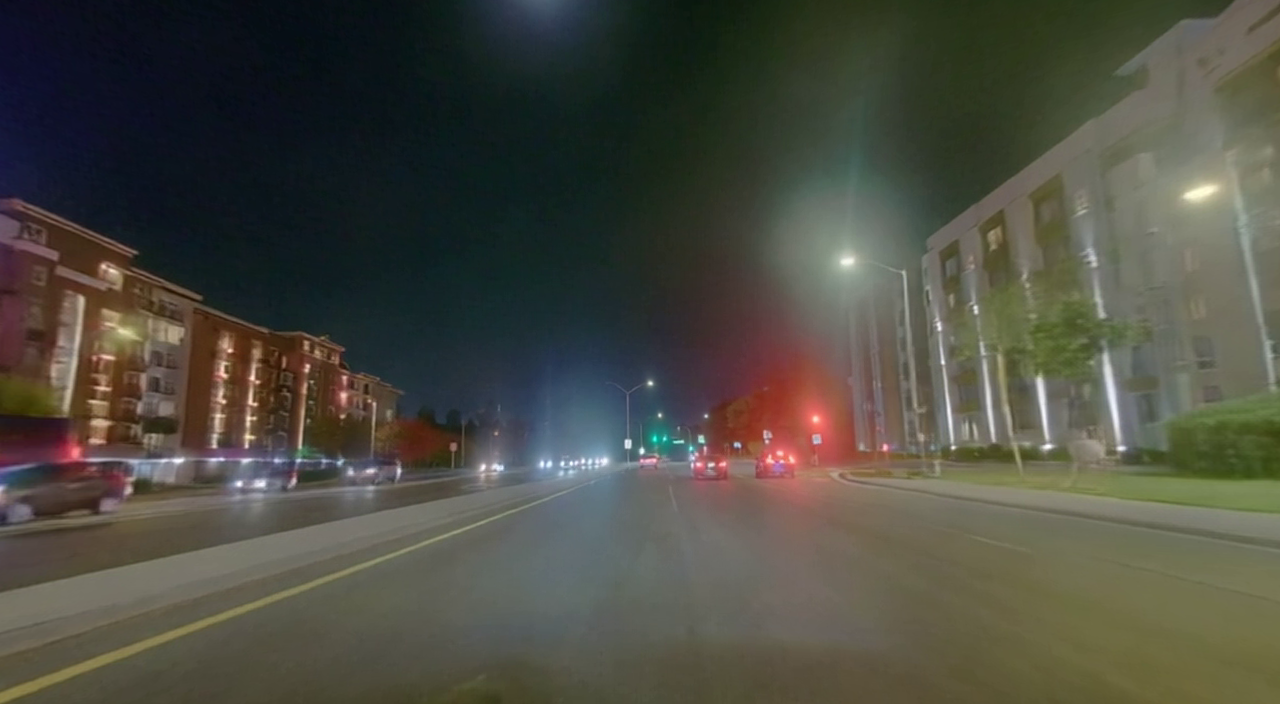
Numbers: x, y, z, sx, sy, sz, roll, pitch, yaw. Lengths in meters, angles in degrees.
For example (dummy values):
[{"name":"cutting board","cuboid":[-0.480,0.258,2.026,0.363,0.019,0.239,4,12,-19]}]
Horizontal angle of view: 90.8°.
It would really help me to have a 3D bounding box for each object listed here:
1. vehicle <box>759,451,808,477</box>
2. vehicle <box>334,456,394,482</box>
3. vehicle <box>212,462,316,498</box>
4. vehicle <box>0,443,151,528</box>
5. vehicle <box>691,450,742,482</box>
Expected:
[{"name":"vehicle","cuboid":[8.389,6.559,37.271,1.932,1.439,4.159,0,-9,0]},{"name":"vehicle","cuboid":[-21.108,8.974,48.612,2.141,1.809,5.002,-1,-9,3]},{"name":"vehicle","cuboid":[-17.440,5.913,29.600,1.804,1.421,4.659,-1,-9,3]},{"name":"vehicle","cuboid":[-14.611,3.083,15.056,2.024,1.798,4.588,-1,-9,3]},{"name":"vehicle","cuboid":[3.774,5.717,32.011,2.020,1.479,4.650,0,-9,0]}]
